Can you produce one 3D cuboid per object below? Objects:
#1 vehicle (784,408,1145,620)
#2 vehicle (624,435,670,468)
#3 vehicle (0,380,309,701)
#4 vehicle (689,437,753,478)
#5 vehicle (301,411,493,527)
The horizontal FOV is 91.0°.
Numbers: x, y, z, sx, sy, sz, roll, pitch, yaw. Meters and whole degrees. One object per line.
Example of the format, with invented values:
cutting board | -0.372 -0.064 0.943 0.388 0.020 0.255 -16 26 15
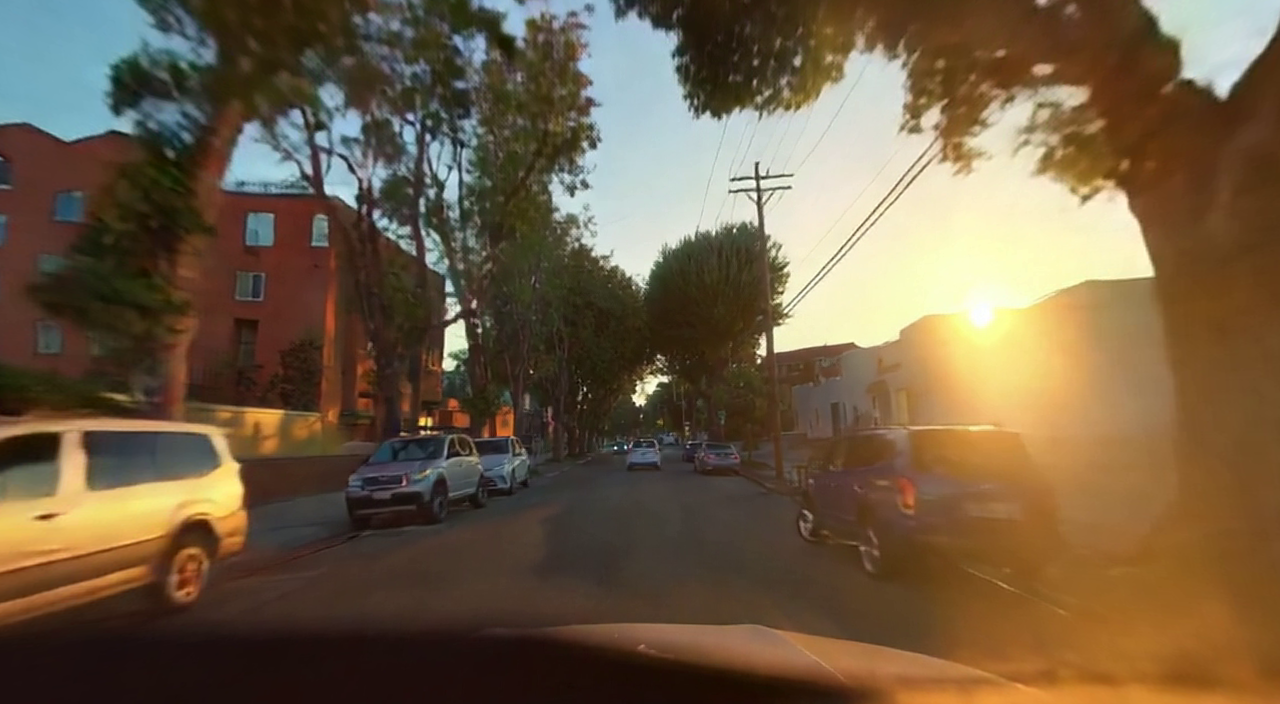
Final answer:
vehicle | 3.037 1.567 7.096 1.901 1.649 4.118 0 -8 1
vehicle | 0.370 4.809 30.652 2.095 1.510 3.605 0 -8 1
vehicle | -4.279 1.032 4.179 1.951 1.662 4.046 1 -4 0
vehicle | 3.219 4.267 25.852 2.086 1.498 4.280 0 -8 0
vehicle | -4.597 2.167 12.754 2.022 1.721 4.355 1 -3 2
